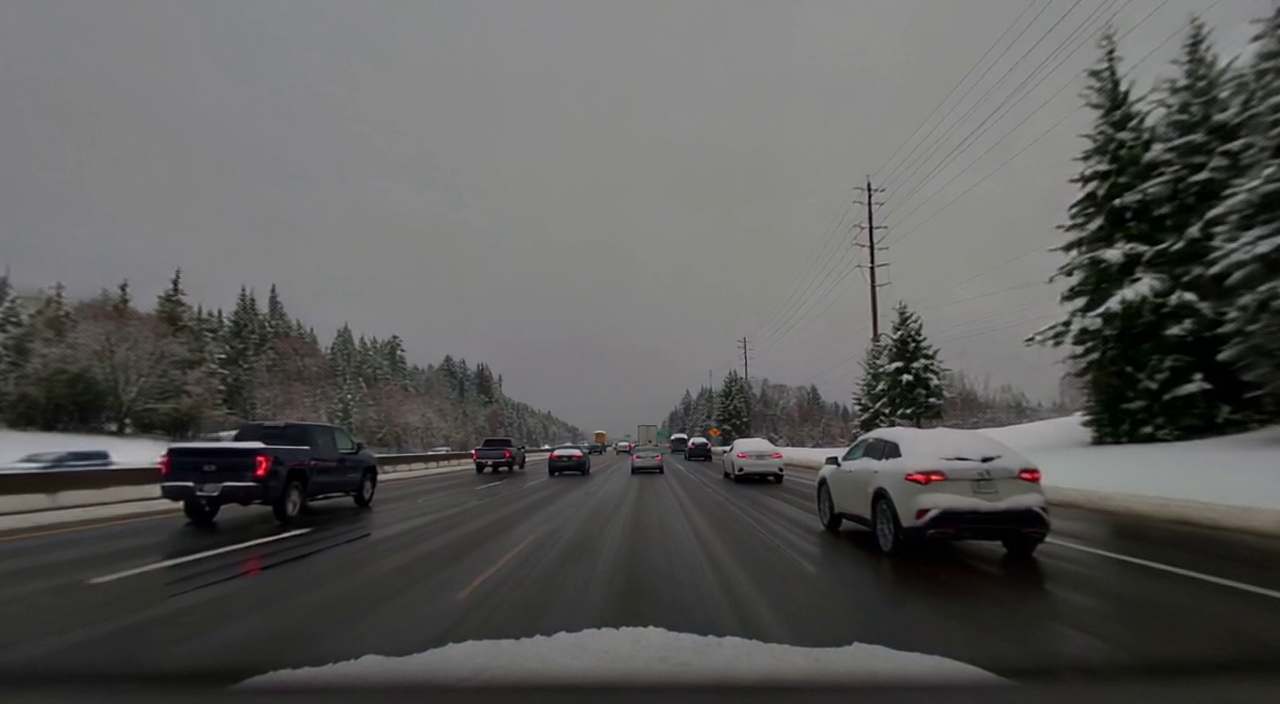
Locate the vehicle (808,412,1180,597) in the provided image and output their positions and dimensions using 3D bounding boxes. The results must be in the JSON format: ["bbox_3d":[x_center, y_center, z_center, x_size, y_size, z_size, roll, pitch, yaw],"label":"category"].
[{"bbox_3d":[3.665,1.657,7.714,2.051,1.595,4.301,0,-9,0],"label":"vehicle"}]

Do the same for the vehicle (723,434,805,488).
[{"bbox_3d":[4.203,3.764,22.085,2.002,1.691,4.290,0,-9,0],"label":"vehicle"}]

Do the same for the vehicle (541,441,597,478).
[{"bbox_3d":[-3.056,4.721,27.923,1.904,1.479,4.274,0,-9,1],"label":"vehicle"}]

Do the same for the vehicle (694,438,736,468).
[{"bbox_3d":[4.755,6.530,40.834,2.195,1.778,4.455,0,-8,0],"label":"vehicle"}]

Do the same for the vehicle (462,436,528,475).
[{"bbox_3d":[-6.681,4.845,29.627,1.978,1.680,4.263,0,-9,1],"label":"vehicle"}]

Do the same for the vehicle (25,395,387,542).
[{"bbox_3d":[-6.967,1.985,11.360,2.269,1.936,5.777,0,-9,2],"label":"vehicle"}]

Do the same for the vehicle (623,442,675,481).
[{"bbox_3d":[0.357,4.444,25.945,1.966,1.444,3.986,0,-9,0],"label":"vehicle"}]
